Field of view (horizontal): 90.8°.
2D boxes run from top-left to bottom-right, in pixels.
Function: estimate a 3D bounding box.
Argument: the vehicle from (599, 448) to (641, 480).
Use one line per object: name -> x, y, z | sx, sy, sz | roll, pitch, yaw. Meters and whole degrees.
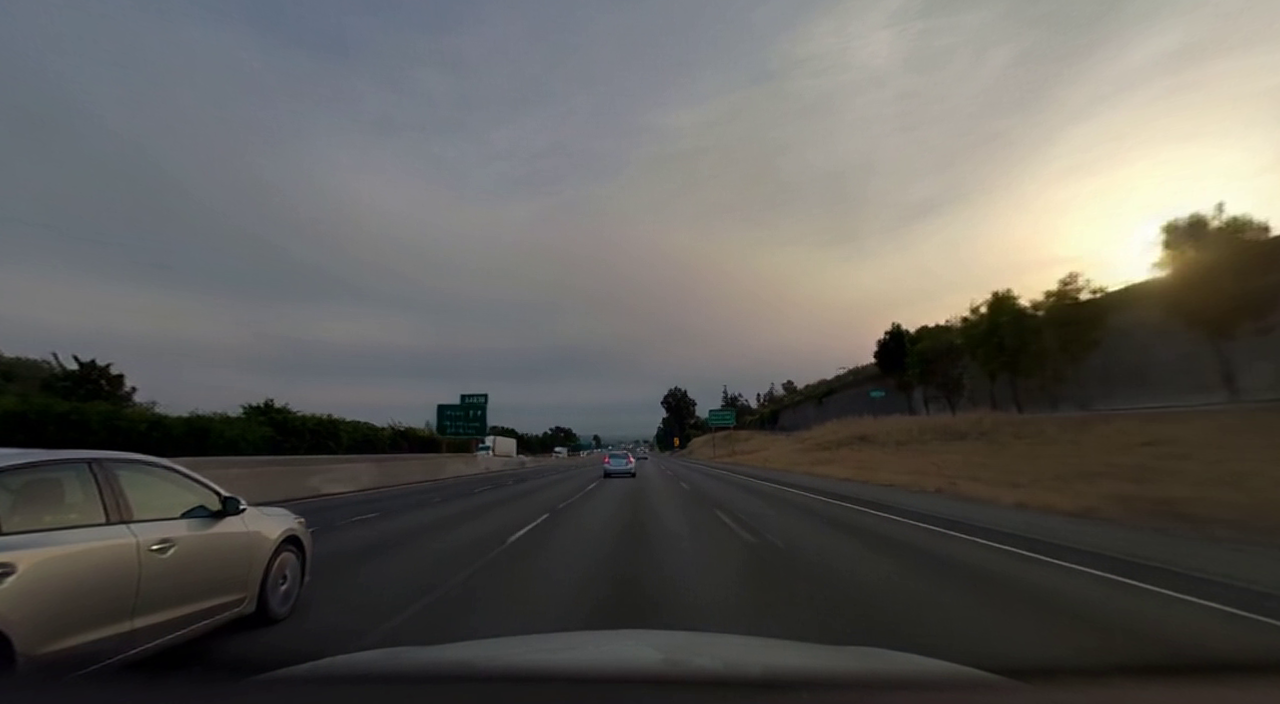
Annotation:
vehicle -> -0.946, 5.612, 31.865 | 1.908, 1.515, 3.871 | 0, -9, 1
